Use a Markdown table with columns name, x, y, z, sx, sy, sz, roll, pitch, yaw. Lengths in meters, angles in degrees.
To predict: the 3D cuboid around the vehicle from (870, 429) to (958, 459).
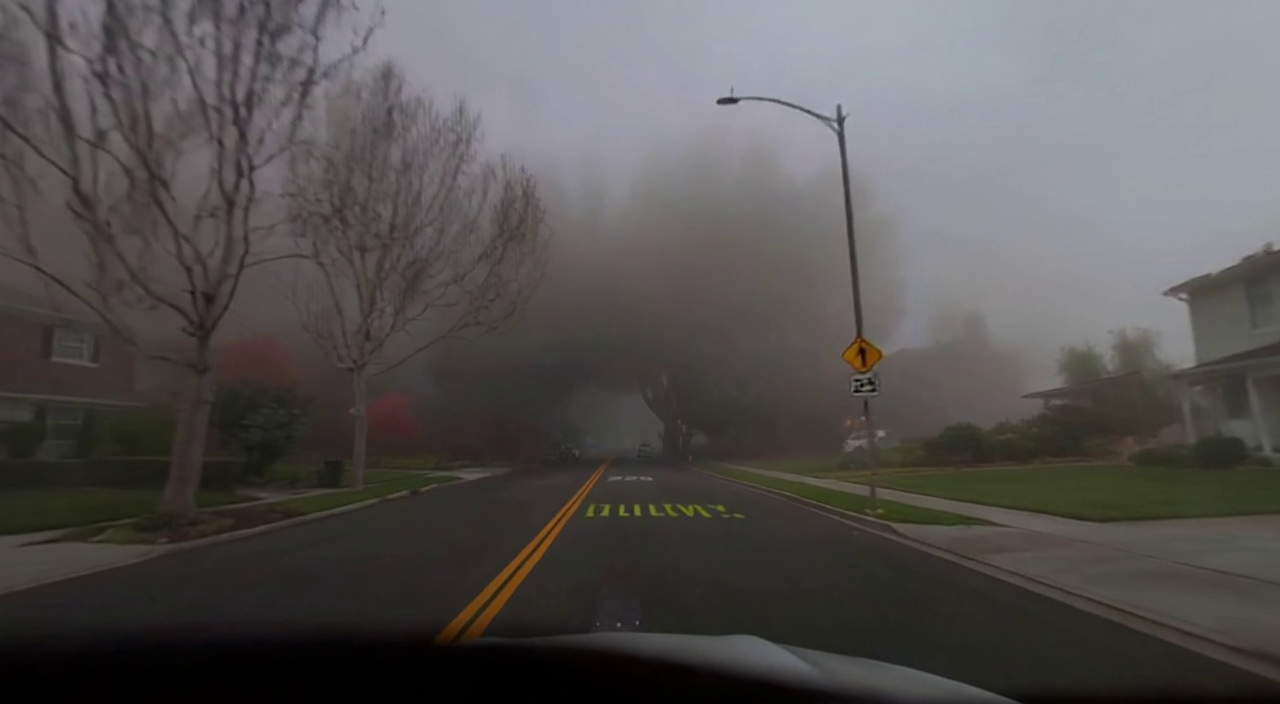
| name | x | y | z | sx | sy | sz | roll | pitch | yaw |
| --- | --- | --- | --- | --- | --- | --- | --- | --- | --- |
| vehicle | 15.993 | 5.383 | 37.006 | 4.198 | 1.697 | 1.984 | 1 | -9 | -5 |

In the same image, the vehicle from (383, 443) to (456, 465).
| name | x | y | z | sx | sy | sz | roll | pitch | yaw |
| --- | --- | --- | --- | --- | --- | --- | --- | --- | --- |
| vehicle | -15.264 | 7.108 | 43.918 | 4.388 | 1.449 | 1.882 | 0 | -9 | -2 |
